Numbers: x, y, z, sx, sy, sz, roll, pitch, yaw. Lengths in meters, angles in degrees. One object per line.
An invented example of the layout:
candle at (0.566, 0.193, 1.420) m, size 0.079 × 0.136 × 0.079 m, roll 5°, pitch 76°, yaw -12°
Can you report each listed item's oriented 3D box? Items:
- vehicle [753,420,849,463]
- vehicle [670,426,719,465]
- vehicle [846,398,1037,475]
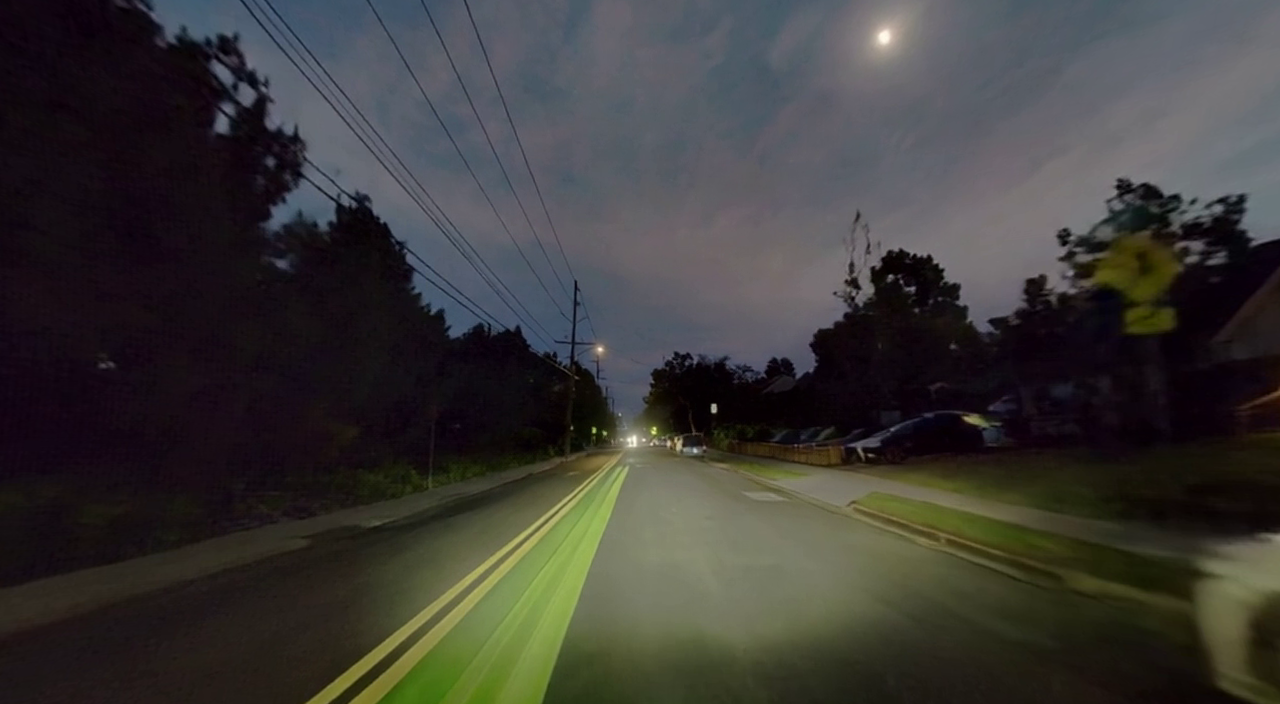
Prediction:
vehicle at (8.542, 4.770, 33.754) m, size 4.418 × 1.648 × 2.017 m, roll -7°, pitch -9°, yaw -1°
vehicle at (3.076, 5.506, 37.190) m, size 2.347 × 2.070 × 5.735 m, roll 0°, pitch -9°, yaw 0°
vehicle at (9.393, 2.662, 19.933) m, size 4.922 × 1.846 × 1.941 m, roll -5°, pitch -8°, yaw -5°
